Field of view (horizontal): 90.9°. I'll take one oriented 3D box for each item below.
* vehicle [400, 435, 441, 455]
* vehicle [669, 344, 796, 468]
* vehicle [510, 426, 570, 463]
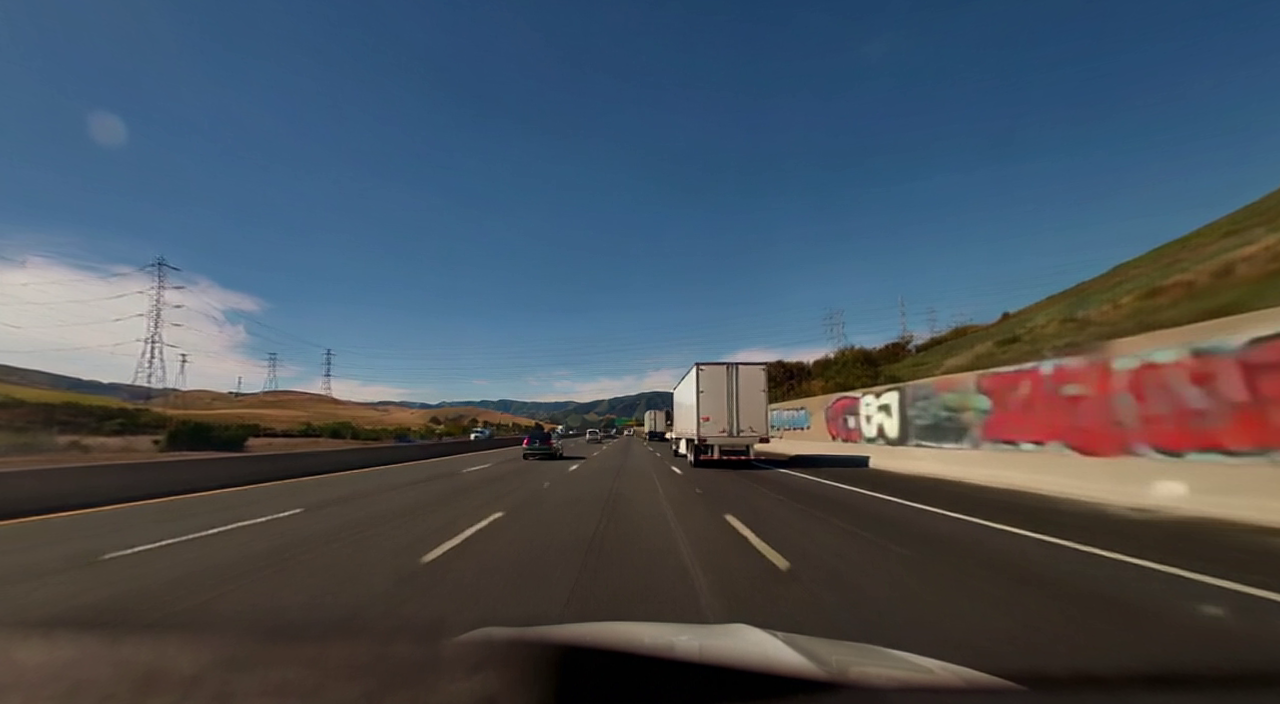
[{"bbox_3d":[-16.139,6.848,46.456,1.642,1.416,3.639,0,-8,1],"label":"vehicle"},{"bbox_3d":[3.112,2.396,25.115,3.060,3.842,11.095,0,-8,-2],"label":"vehicle"},{"bbox_3d":[-4.319,4.070,27.885,1.965,1.486,4.448,0,-8,-1],"label":"vehicle"}]
